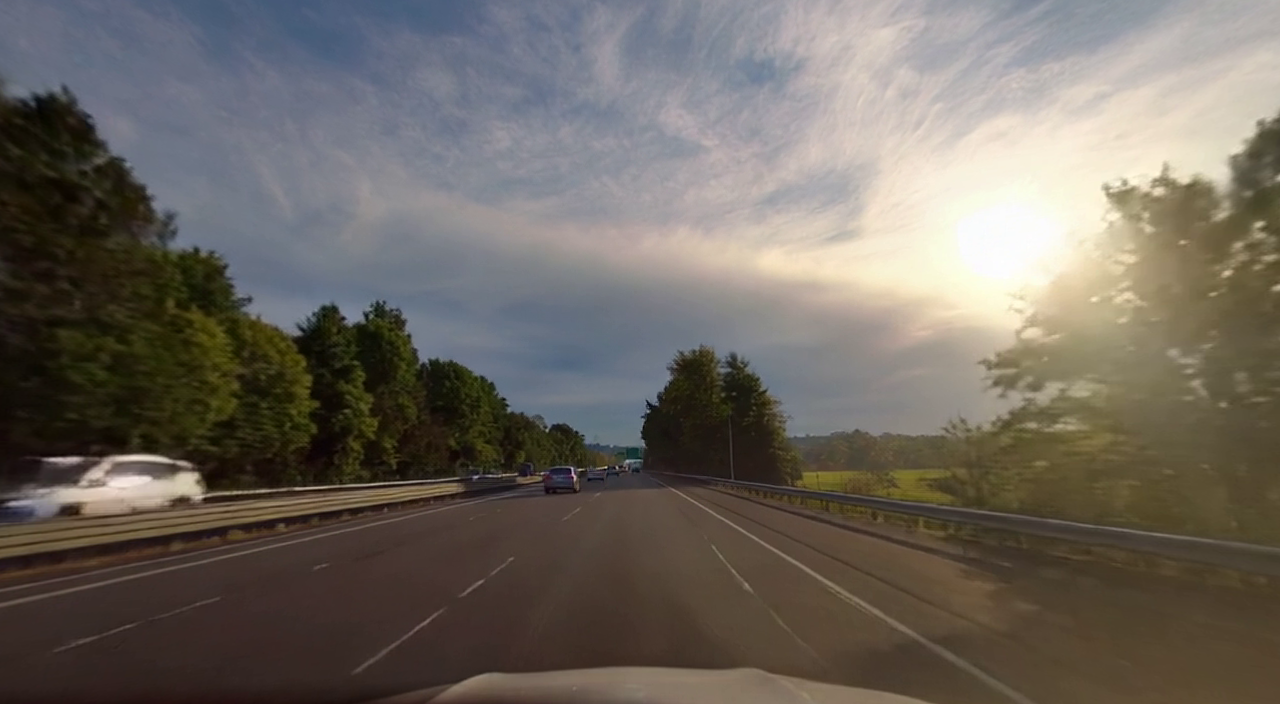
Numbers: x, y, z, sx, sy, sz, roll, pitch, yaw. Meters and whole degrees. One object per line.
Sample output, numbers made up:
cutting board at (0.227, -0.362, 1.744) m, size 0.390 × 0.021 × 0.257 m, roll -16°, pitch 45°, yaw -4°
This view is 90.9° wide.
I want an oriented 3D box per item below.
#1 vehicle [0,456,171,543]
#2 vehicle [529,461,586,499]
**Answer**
vehicle at (-12.434, 2.959, 13.033) m, size 2.012 × 1.522 × 4.405 m, roll 1°, pitch -10°, yaw 0°
vehicle at (-3.768, 5.965, 29.653) m, size 2.068 × 1.592 × 4.479 m, roll 1°, pitch -10°, yaw 0°
